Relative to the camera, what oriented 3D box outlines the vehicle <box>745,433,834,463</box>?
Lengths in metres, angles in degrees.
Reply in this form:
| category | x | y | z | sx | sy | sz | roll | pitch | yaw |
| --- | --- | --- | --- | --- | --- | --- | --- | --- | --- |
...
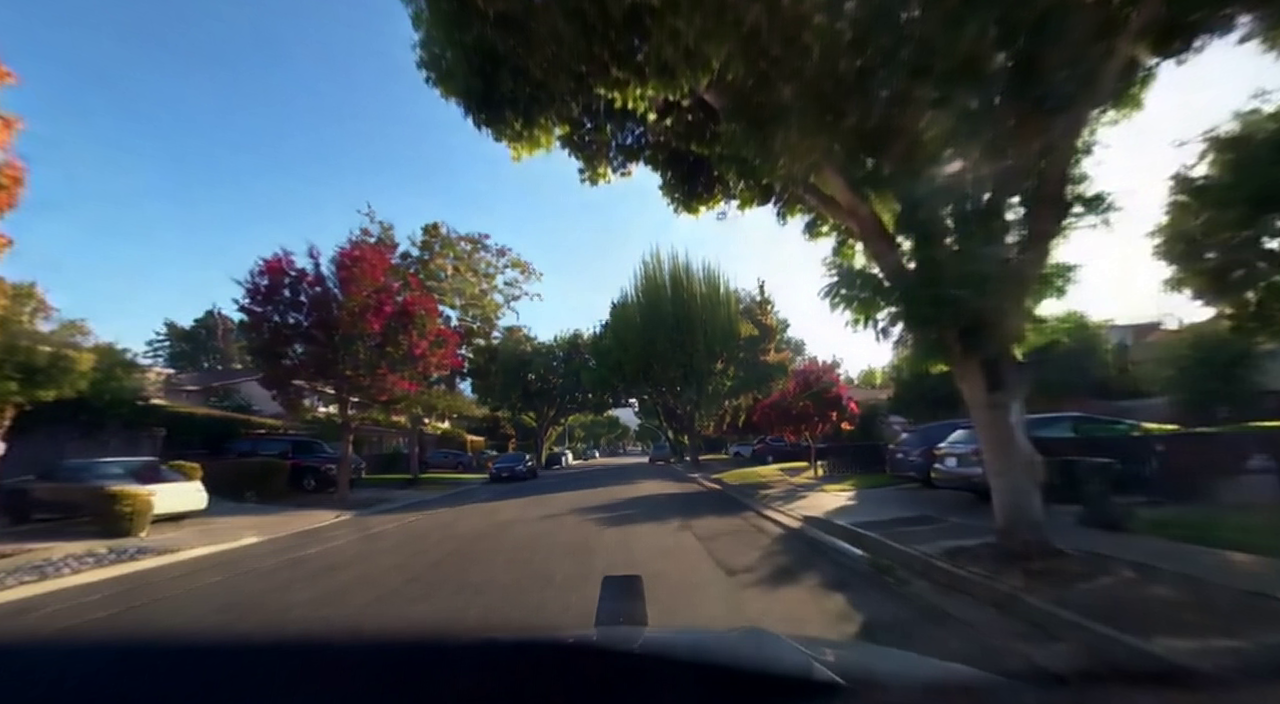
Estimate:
| category | x | y | z | sx | sy | sz | roll | pitch | yaw |
| --- | --- | --- | --- | --- | --- | --- | --- | --- | --- |
| vehicle | 8.485 | 5.500 | 36.150 | 4.599 | 1.652 | 1.903 | 0 | -8 | -3 |

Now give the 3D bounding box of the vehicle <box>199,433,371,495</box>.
| category | x | y | z | sx | sy | sz | roll | pitch | yaw |
| --- | --- | --- | --- | --- | --- | --- | --- | --- | --- |
| vehicle | -12.353 | 3.920 | 22.278 | 4.753 | 2.028 | 2.079 | 0 | -9 | 0 |

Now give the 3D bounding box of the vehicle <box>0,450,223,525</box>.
| category | x | y | z | sx | sy | sz | roll | pitch | yaw |
| --- | --- | --- | --- | --- | --- | --- | --- | --- | --- |
| vehicle | -12.032 | 2.896 | 13.773 | 4.476 | 1.476 | 1.877 | 0 | -9 | -2 |

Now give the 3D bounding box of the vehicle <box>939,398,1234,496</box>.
| category | x | y | z | sx | sy | sz | roll | pitch | yaw |
| --- | --- | --- | --- | --- | --- | --- | --- | --- | --- |
| vehicle | 8.556 | 1.864 | 12.442 | 4.334 | 1.750 | 1.900 | 0 | -8 | -1 |

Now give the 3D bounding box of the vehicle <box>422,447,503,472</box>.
| category | x | y | z | sx | sy | sz | roll | pitch | yaw |
| --- | --- | --- | --- | --- | --- | --- | --- | --- | --- |
| vehicle | -12.134 | 7.363 | 43.311 | 4.972 | 1.623 | 1.884 | 0 | -9 | 0 |

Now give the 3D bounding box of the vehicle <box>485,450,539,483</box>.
| category | x | y | z | sx | sy | sz | roll | pitch | yaw |
| --- | --- | --- | --- | --- | --- | --- | --- | --- | --- |
| vehicle | -6.275 | 5.636 | 31.336 | 1.878 | 1.496 | 3.535 | 0 | -8 | 1 |
